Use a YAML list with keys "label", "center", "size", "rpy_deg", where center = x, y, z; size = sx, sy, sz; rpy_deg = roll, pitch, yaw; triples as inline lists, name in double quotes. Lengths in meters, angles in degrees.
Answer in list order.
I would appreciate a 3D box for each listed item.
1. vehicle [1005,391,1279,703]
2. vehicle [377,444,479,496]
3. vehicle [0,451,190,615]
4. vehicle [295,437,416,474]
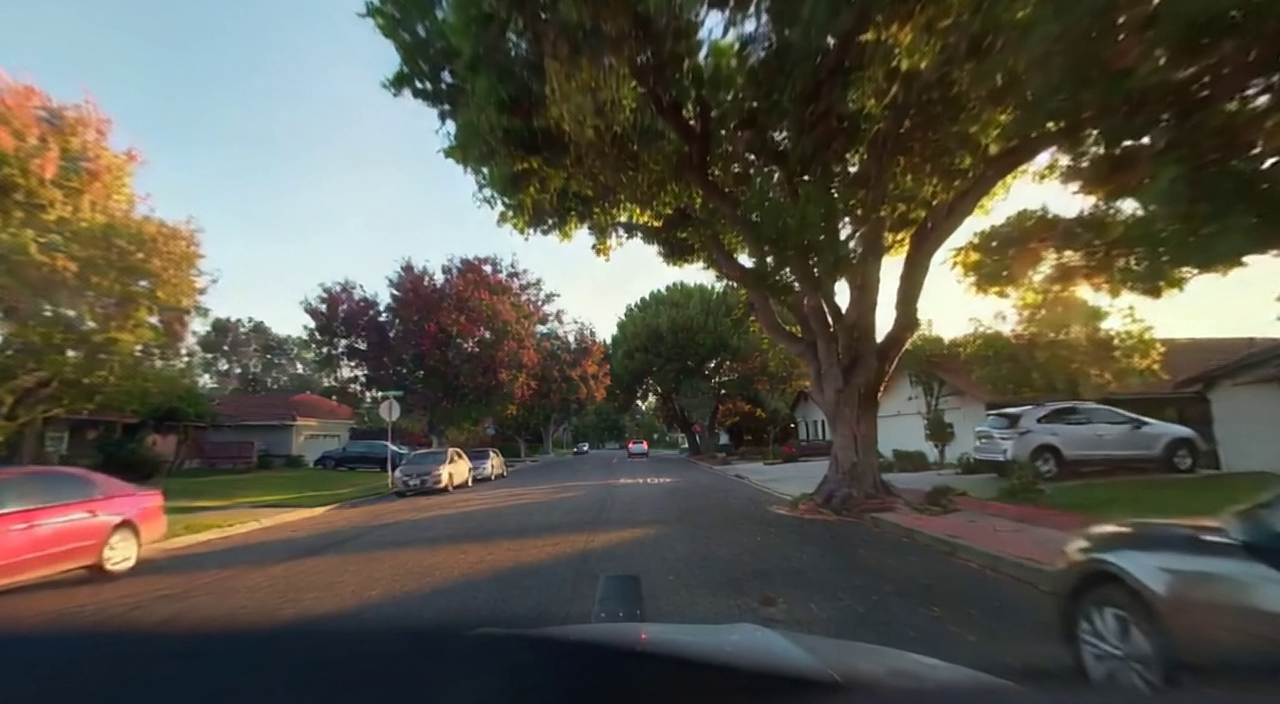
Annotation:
- label: "vehicle"
  center: [3.146, 0.739, 1.185]
  size: [2.004, 1.469, 4.706]
  rpy_deg: [0, -8, -1]
- label: "vehicle"
  center: [-6.994, 3.904, 21.338]
  size: [1.972, 1.543, 4.622]
  rpy_deg: [0, -8, -2]
- label: "vehicle"
  center: [-6.849, 1.722, 5.901]
  size: [2.009, 1.470, 4.475]
  rpy_deg: [-3, -9, -1]
- label: "vehicle"
  center: [-15.641, 5.711, 34.929]
  size: [5.619, 1.947, 2.183]
  rpy_deg: [1, -9, -4]
